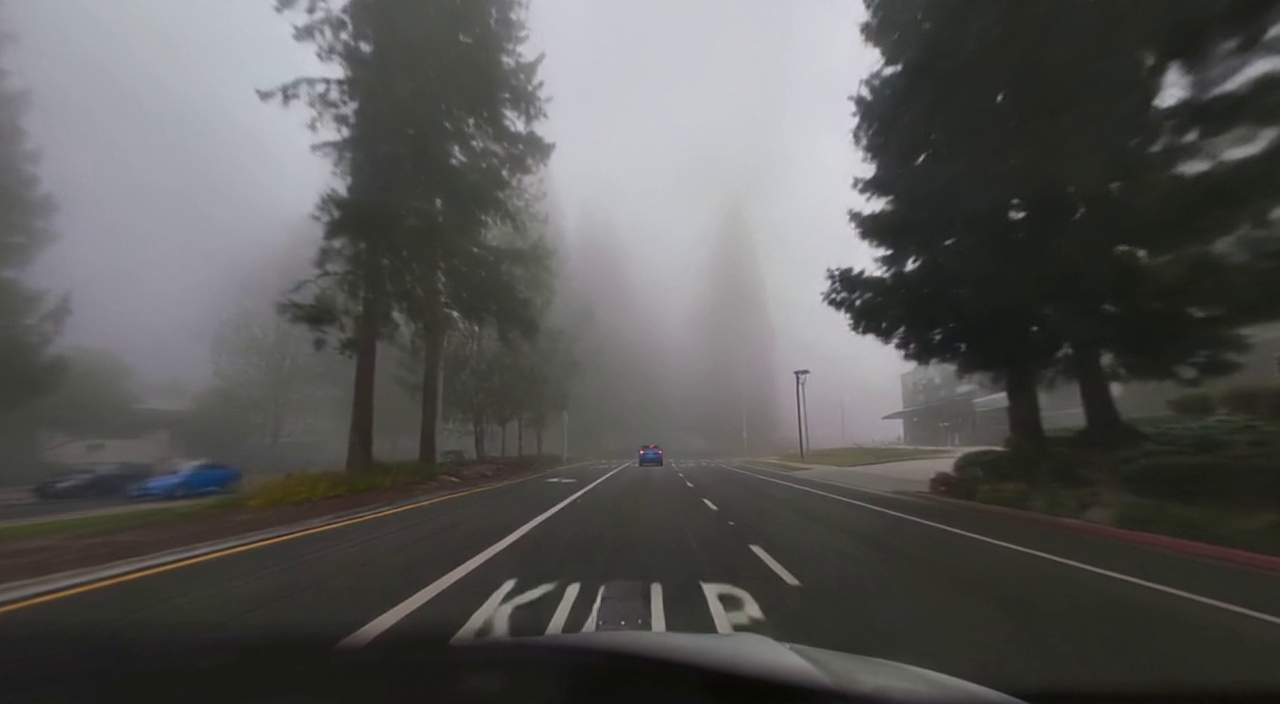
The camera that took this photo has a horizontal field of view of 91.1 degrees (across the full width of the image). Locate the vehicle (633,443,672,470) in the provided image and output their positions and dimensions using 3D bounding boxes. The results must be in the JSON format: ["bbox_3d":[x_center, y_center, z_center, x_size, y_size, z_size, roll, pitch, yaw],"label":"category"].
[{"bbox_3d":[0.767,6.210,37.547,2.144,1.505,4.128,0,-9,2],"label":"vehicle"}]

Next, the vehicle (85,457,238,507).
[{"bbox_3d":[-16.622,4.501,22.166,1.824,1.462,4.520,0,-9,1],"label":"vehicle"}]

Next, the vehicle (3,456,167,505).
[{"bbox_3d":[-20.715,4.773,23.782,1.936,1.611,4.584,0,-9,1],"label":"vehicle"}]
